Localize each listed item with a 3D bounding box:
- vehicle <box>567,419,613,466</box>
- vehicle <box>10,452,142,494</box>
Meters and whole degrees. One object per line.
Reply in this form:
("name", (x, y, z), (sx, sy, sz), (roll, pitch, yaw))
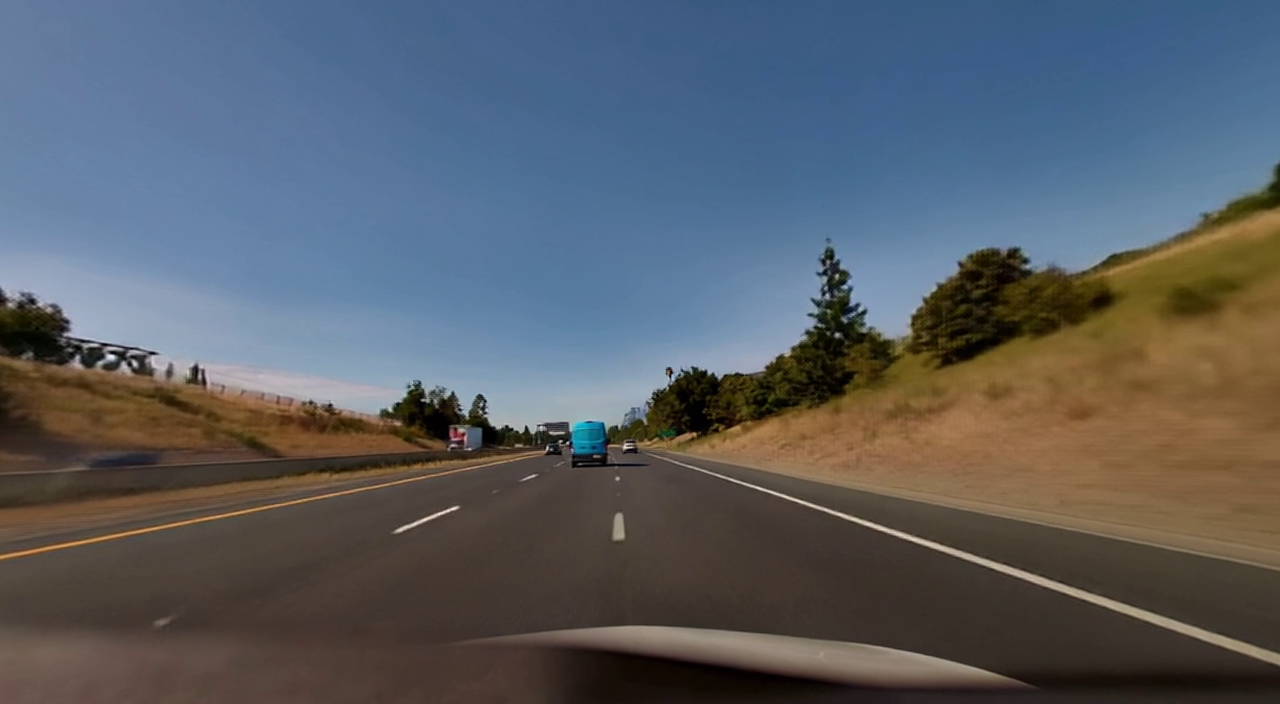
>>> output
("vehicle", (-2.797, 5.258, 36.468), (2.329, 2.483, 5.428), (0, -8, -2))
("vehicle", (-22.042, 4.708, 24.818), (1.734, 1.462, 3.838), (0, -8, -3))
